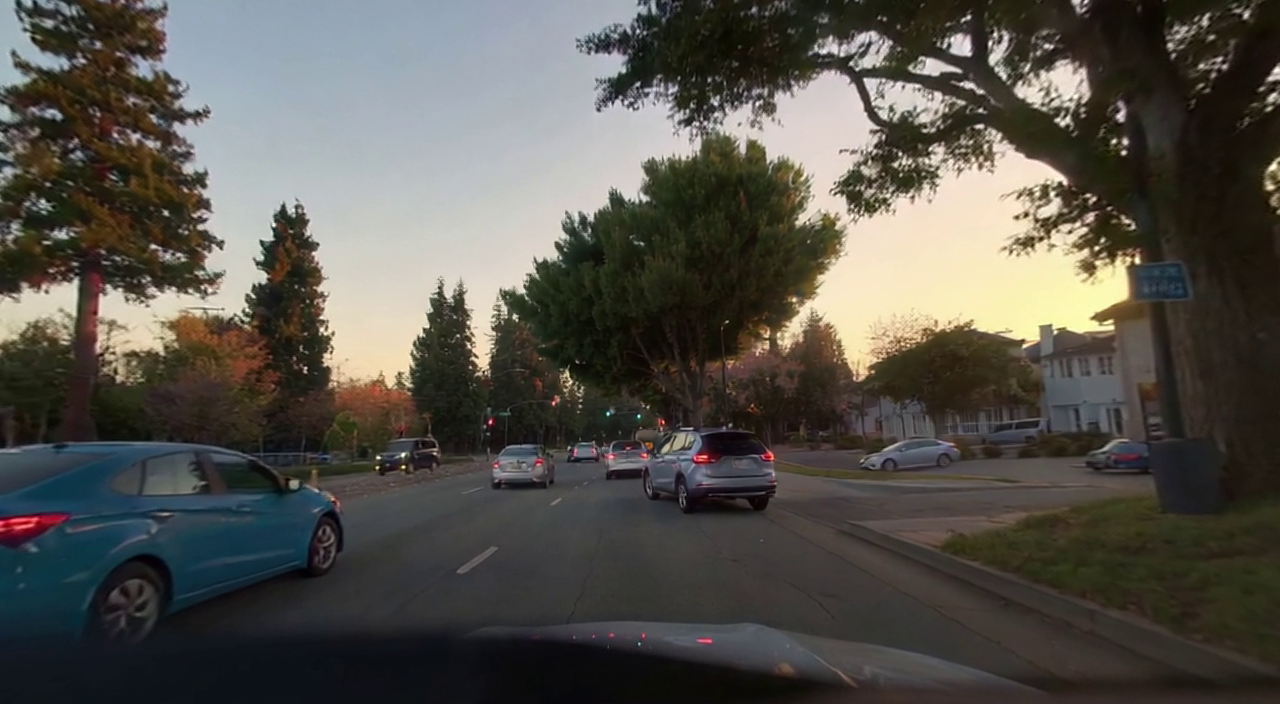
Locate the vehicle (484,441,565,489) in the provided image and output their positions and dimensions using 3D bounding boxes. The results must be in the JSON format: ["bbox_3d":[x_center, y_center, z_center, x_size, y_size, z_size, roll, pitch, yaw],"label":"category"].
[{"bbox_3d":[-3.882,3.876,21.863,2.042,1.470,4.123,0,-9,0],"label":"vehicle"}]

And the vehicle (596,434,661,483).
[{"bbox_3d":[-0.332,3.949,23.453,2.206,1.666,3.912,0,-9,2],"label":"vehicle"}]

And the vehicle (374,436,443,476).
[{"bbox_3d":[-16.748,7.563,45.813,2.537,2.696,6.281,0,-9,1],"label":"vehicle"}]

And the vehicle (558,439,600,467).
[{"bbox_3d":[-3.684,6.183,38.561,2.053,1.652,3.873,0,-9,2],"label":"vehicle"}]

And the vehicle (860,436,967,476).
[{"bbox_3d":[12.310,4.714,28.420,3.871,1.525,1.835,-3,-10,0],"label":"vehicle"}]

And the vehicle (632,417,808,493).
[{"bbox_3d":[2.281,2.991,18.363,4.642,1.955,2.052,-5,-10,30],"label":"vehicle"}]

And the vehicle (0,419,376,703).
[{"bbox_3d":[-4.044,1.353,4.919,2.026,1.466,4.282,0,-9,1],"label":"vehicle"}]
